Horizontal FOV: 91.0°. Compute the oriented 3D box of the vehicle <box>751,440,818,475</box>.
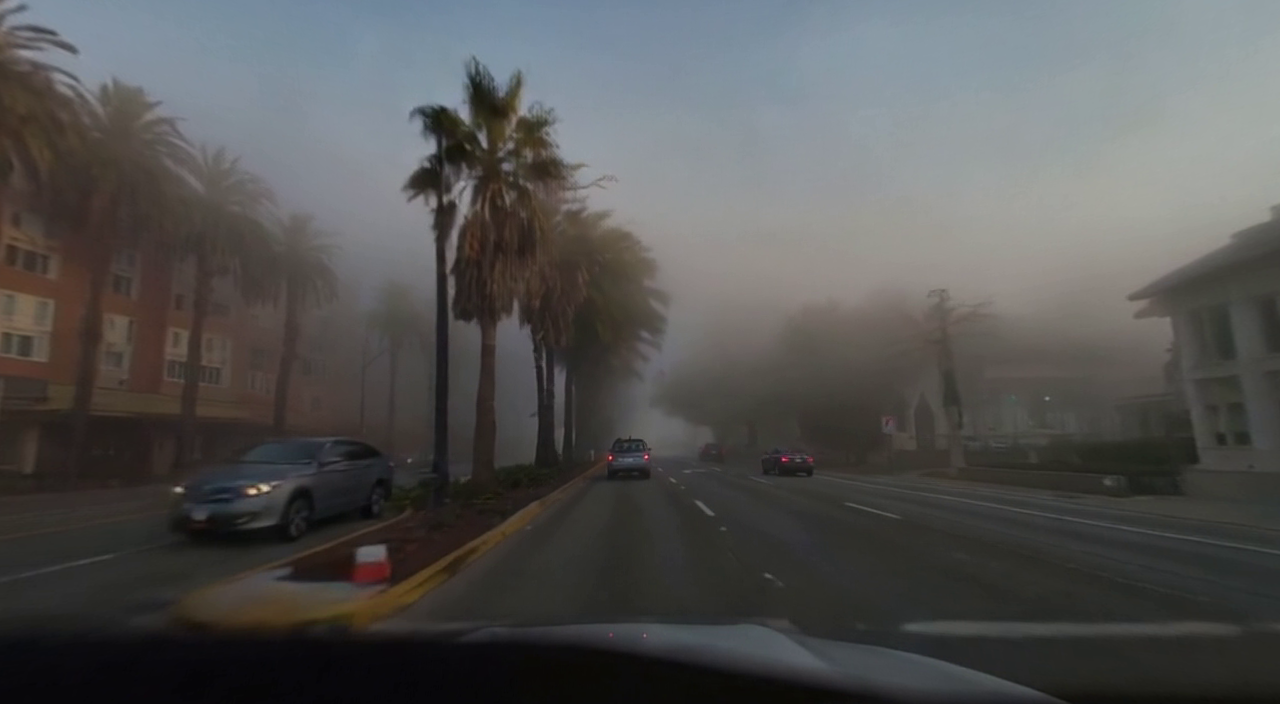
[{"bbox_3d":[6.726,4.953,29.875,1.975,1.483,4.769,0,-8,-1],"label":"vehicle"}]

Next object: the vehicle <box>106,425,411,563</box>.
[{"bbox_3d":[-5.262,1.965,9.592,2.028,1.489,4.386,-3,-8,-2],"label":"vehicle"}]

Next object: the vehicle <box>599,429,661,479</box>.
[{"bbox_3d":[-0.379,4.053,25.231,2.277,1.816,4.192,0,-8,-1],"label":"vehicle"}]
